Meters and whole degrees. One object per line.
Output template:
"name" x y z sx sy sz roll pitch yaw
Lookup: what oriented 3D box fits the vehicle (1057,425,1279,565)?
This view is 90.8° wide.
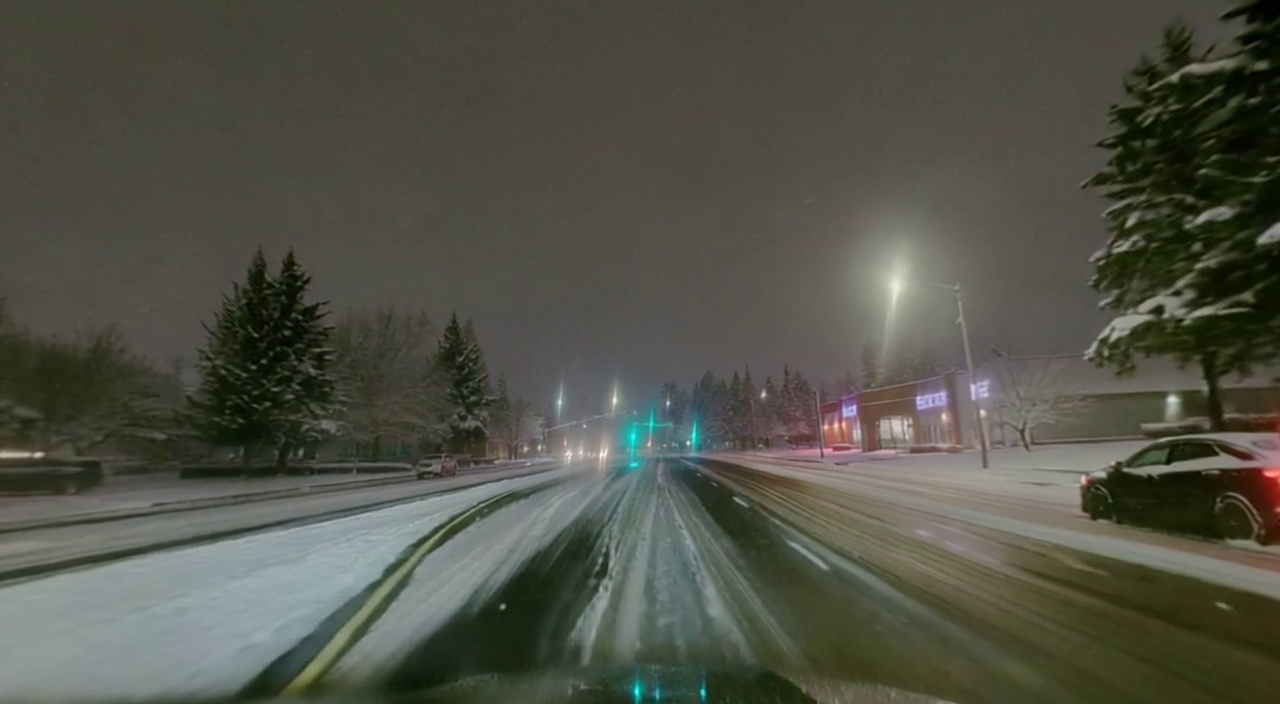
"vehicle" 7.750 1.721 8.105 1.936 1.460 4.258 0 -8 1

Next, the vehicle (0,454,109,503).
"vehicle" -26.808 5.391 27.153 5.702 1.985 2.175 7 -12 -33
